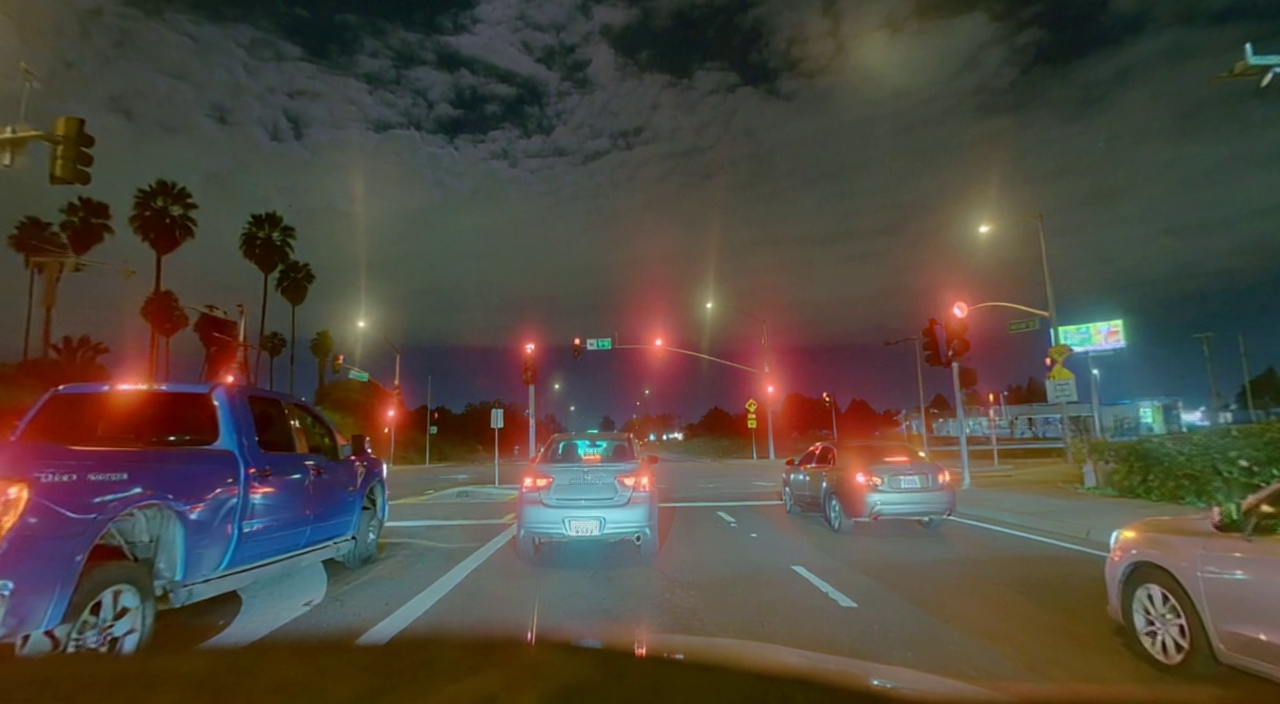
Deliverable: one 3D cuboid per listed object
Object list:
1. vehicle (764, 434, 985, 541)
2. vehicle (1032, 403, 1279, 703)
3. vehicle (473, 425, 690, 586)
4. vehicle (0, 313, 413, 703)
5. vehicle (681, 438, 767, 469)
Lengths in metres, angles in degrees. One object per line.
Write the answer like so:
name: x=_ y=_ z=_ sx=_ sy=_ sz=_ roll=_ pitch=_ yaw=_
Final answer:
vehicle: x=3.682 y=2.209 z=10.989 sx=1.965 sy=1.448 sz=4.486 roll=0 pitch=-9 yaw=-2
vehicle: x=3.873 y=0.892 z=2.211 sx=2.052 sy=1.496 sz=4.541 roll=0 pitch=-9 yaw=0
vehicle: x=-0.645 y=1.749 z=8.064 sx=2.035 sy=1.491 sz=4.090 roll=0 pitch=-9 yaw=-3
vehicle: x=-3.796 y=1.103 z=4.942 sx=2.078 sy=1.838 sz=5.448 roll=0 pitch=-9 yaw=-1
vehicle: x=4.160 y=5.110 z=31.991 sx=1.878 sy=1.428 sz=4.416 roll=5 pitch=-10 yaw=-32
